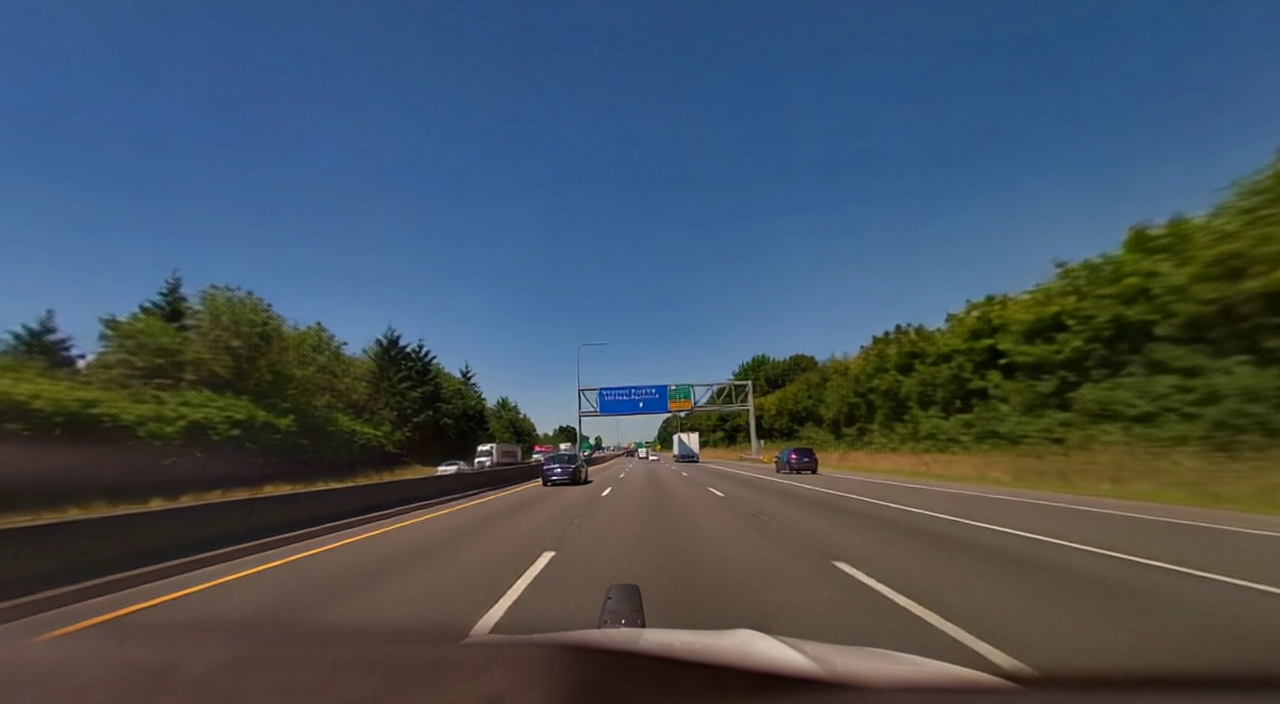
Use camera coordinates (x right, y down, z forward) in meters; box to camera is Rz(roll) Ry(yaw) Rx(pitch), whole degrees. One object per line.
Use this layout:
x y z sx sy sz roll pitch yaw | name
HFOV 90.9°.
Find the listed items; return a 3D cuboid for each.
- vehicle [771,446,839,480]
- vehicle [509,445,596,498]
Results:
7.771 5.270 30.101 1.943 1.493 4.507 0 -9 -1 | vehicle
-2.776 3.910 21.075 2.191 1.563 4.318 0 -9 1 | vehicle
